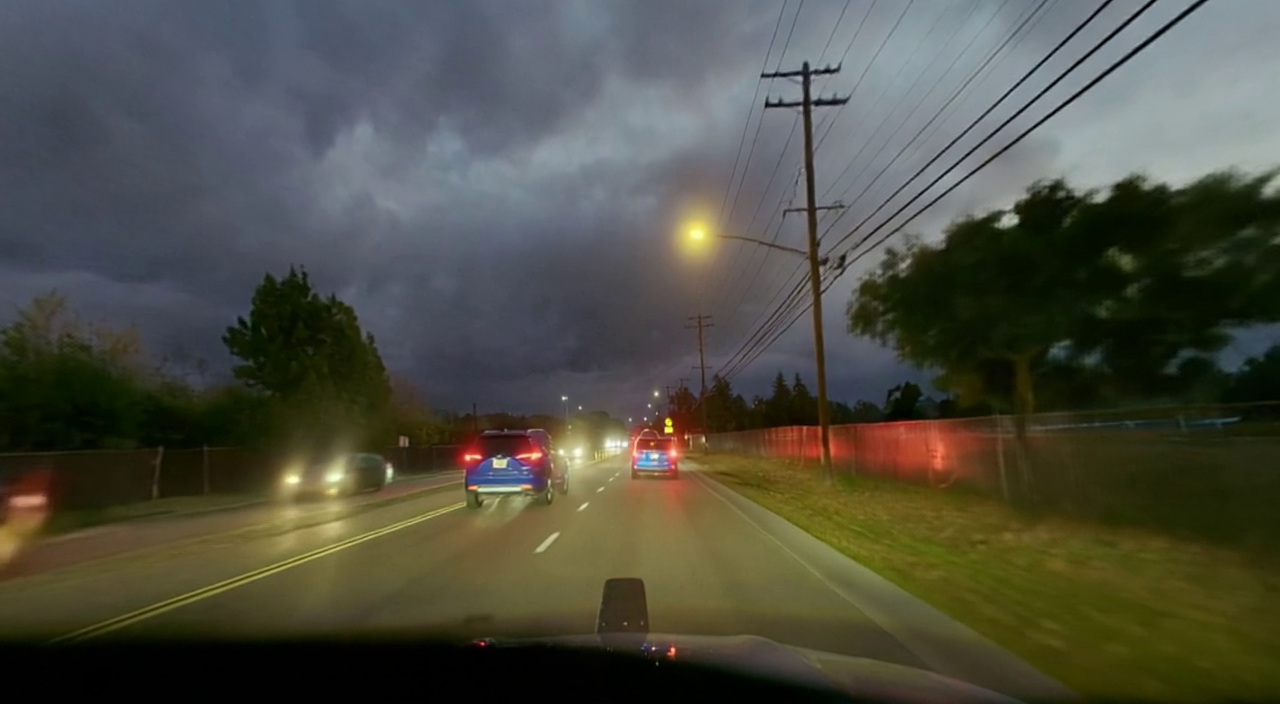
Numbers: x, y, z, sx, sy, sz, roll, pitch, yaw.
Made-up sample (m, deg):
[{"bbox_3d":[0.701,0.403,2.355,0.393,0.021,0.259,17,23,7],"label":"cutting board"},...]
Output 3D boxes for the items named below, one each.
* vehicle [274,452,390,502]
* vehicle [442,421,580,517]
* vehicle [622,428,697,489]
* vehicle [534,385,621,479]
[{"bbox_3d":[-11.525,4.662,24.018,2.077,1.638,4.584,0,-9,0],"label":"vehicle"},{"bbox_3d":[-2.709,2.595,14.455,2.093,1.832,4.508,0,-9,1],"label":"vehicle"},{"bbox_3d":[0.610,3.429,20.549,2.174,1.749,4.113,0,-9,1],"label":"vehicle"},{"bbox_3d":[-2.634,3.974,30.388,2.928,3.658,10.953,0,-9,1],"label":"vehicle"}]
